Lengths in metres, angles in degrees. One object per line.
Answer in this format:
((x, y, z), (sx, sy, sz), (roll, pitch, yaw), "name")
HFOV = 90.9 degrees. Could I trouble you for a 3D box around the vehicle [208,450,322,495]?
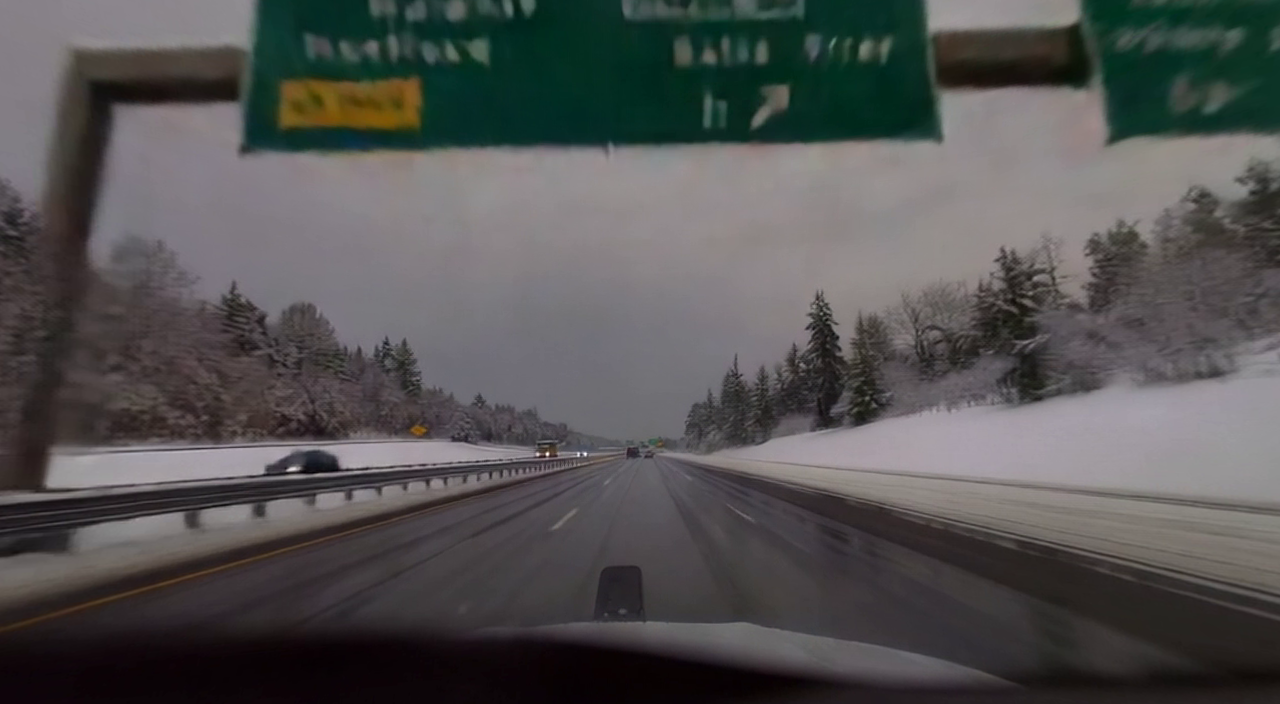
((-15.206, 4.860, 25.889), (1.925, 1.645, 4.371), (-1, -9, 1), "vehicle")
